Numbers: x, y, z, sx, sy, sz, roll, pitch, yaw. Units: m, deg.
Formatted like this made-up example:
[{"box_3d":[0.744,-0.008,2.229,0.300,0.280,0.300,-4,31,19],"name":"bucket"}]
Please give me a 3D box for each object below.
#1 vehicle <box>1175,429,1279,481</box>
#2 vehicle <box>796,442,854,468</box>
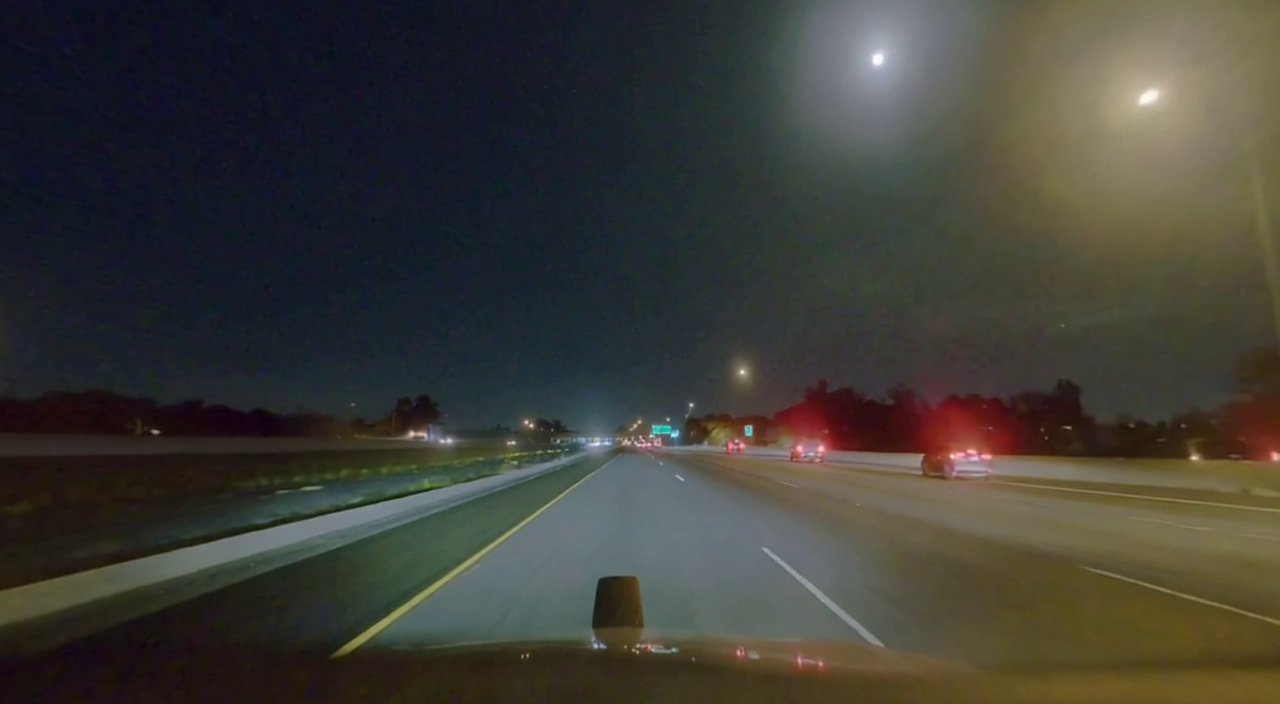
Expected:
[{"box_3d":[24.159,3.975,24.432,2.074,1.881,5.056,1,-8,-4],"name":"vehicle"},{"box_3d":[11.111,6.173,38.069,2.017,1.478,4.364,0,-8,-2],"name":"vehicle"}]
